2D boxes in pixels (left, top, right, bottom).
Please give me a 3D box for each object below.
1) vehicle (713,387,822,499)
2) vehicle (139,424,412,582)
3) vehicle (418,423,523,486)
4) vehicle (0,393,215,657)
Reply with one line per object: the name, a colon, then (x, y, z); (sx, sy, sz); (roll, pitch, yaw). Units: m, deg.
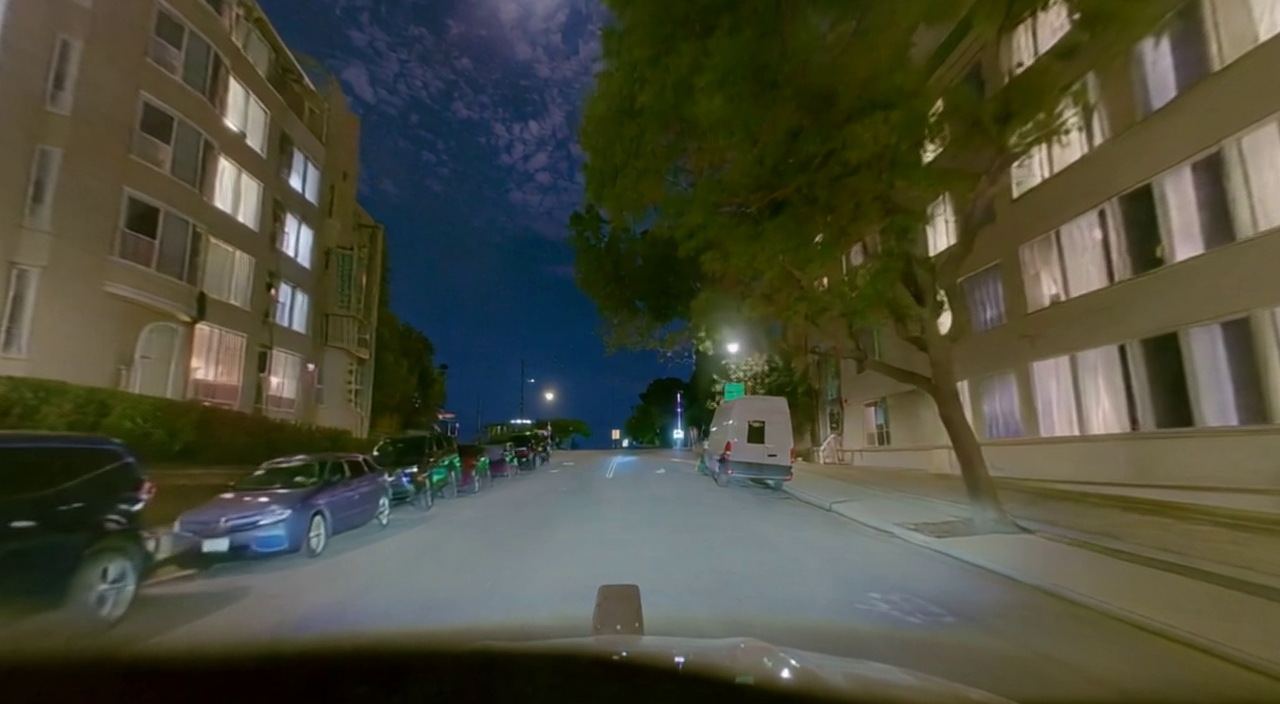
vehicle: (3.664, 2.414, 17.805); (1.961, 2.656, 3.047); (0, -1, 35)
vehicle: (-5.312, 2.114, 10.028); (1.837, 1.499, 4.443); (-2, -2, -1)
vehicle: (-5.391, 3.339, 20.824); (2.004, 1.845, 4.509); (-1, -8, 3)
vehicle: (-5.298, 1.268, 4.415); (1.824, 1.664, 4.344); (-1, 0, -2)
